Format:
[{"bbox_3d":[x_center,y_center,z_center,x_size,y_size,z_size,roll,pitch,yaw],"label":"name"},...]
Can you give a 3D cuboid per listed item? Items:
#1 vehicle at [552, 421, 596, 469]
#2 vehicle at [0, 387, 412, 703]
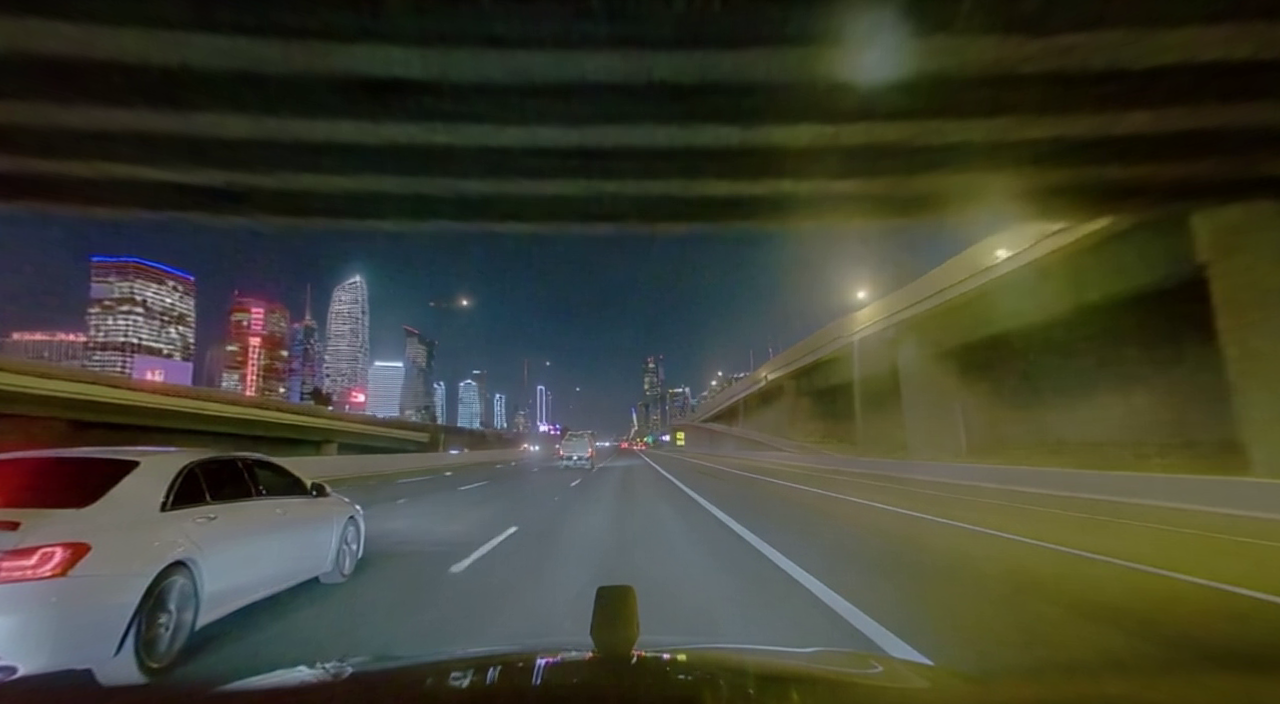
[{"bbox_3d":[-4.310,6.224,42.257,2.364,2.953,6.732,0,-8,-1],"label":"vehicle"},{"bbox_3d":[-3.623,1.257,4.878,2.025,1.556,4.594,0,-8,-1],"label":"vehicle"}]
